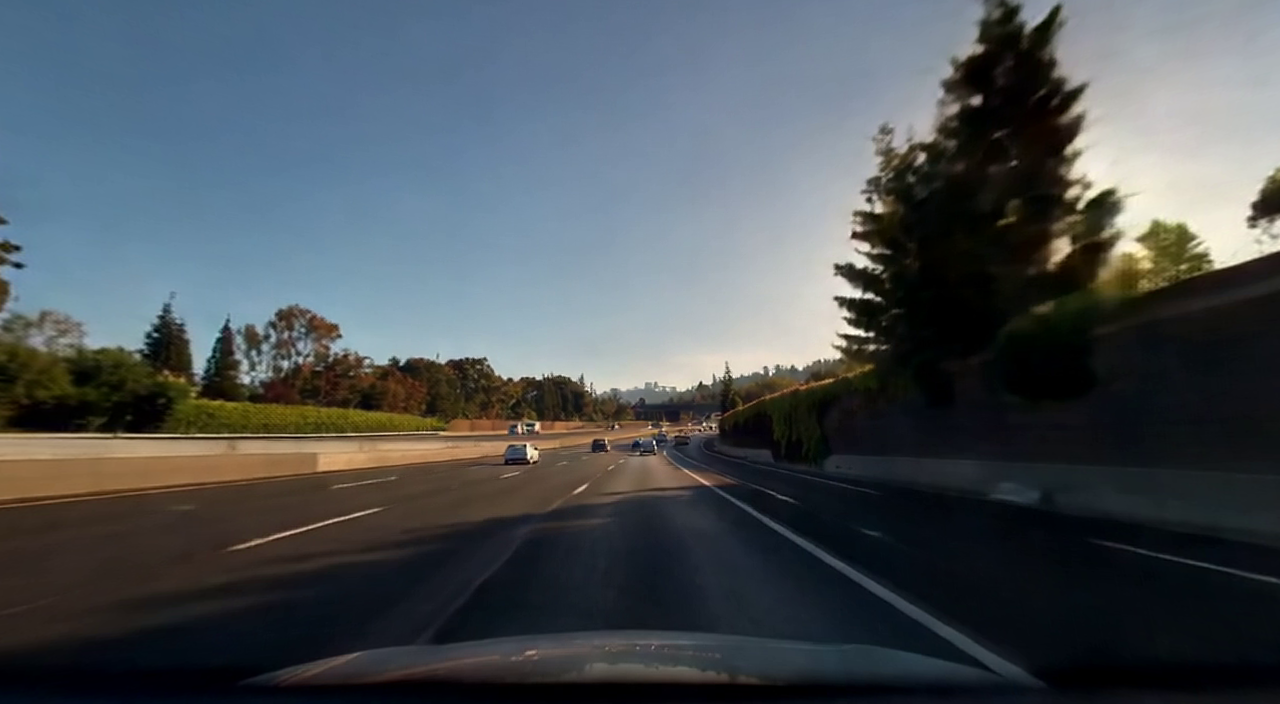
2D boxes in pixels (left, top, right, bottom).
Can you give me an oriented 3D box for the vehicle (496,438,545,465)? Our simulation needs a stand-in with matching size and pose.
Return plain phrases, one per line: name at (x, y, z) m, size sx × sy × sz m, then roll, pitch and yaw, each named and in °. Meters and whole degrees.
vehicle at (-6.993, 5.878, 37.320) m, size 1.966 × 1.488 × 4.243 m, roll 0°, pitch -8°, yaw 1°
